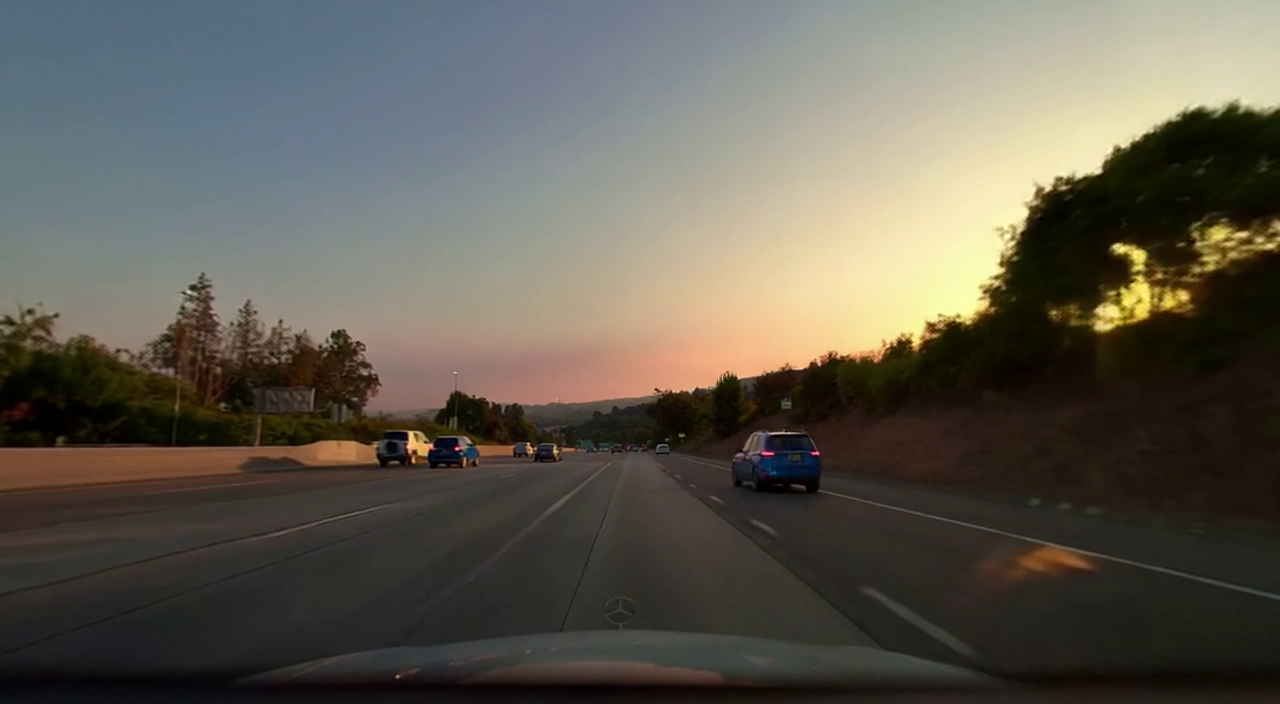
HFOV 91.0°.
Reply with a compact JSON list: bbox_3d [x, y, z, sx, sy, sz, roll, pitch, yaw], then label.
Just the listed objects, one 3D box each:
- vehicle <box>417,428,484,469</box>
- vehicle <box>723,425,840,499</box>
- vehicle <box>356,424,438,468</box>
[{"bbox_3d":[-11.029,5.681,37.130,2.261,2.230,5.435,0,-9,0],"label":"vehicle"},{"bbox_3d":[3.966,3.190,18.668,2.184,1.892,4.763,0,-9,-2],"label":"vehicle"},{"bbox_3d":[-15.005,5.881,39.400,2.647,2.508,6.337,0,-9,0],"label":"vehicle"}]
